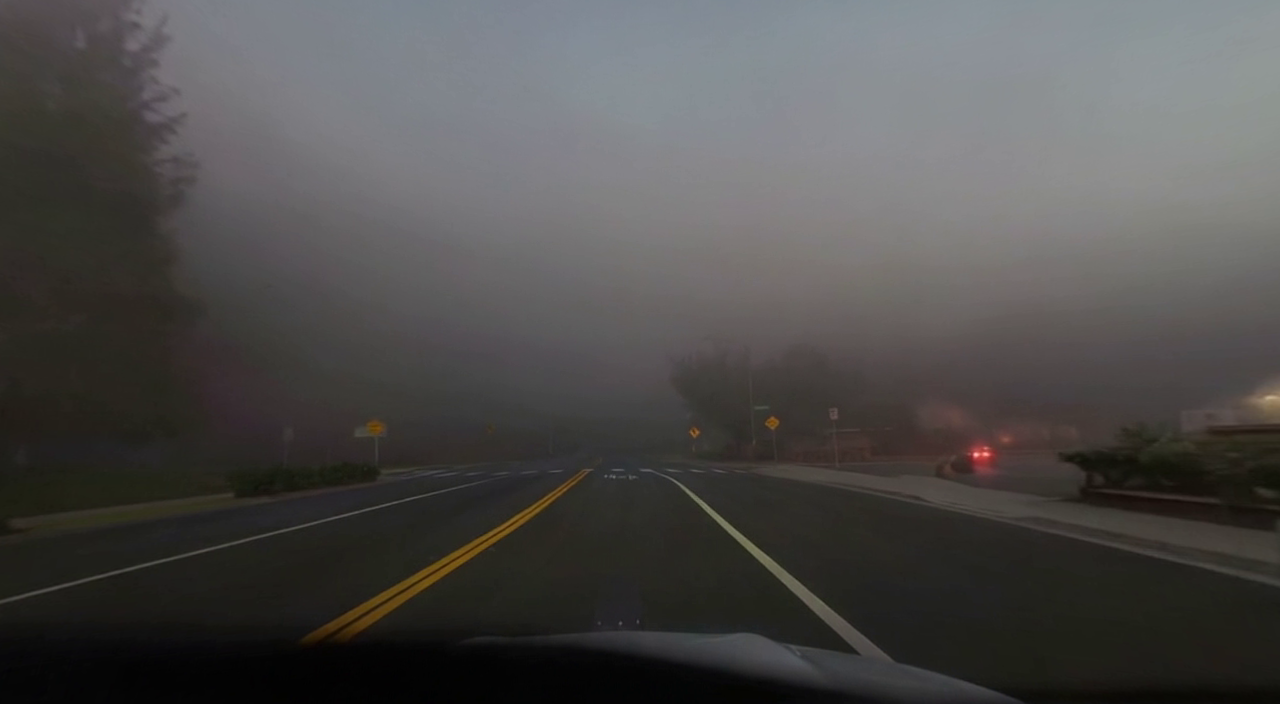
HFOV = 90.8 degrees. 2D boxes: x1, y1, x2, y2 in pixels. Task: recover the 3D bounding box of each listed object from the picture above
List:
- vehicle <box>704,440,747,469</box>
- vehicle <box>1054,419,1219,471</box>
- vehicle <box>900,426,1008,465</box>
[{"bbox_3d":[6.254,7.563,46.772,2.396,2.004,4.943,0,-8,-1],"label":"vehicle"},{"bbox_3d":[20.455,3.860,26.230,4.832,1.850,2.294,-2,-9,0],"label":"vehicle"},{"bbox_3d":[17.846,5.350,36.126,4.937,2.091,2.263,0,-8,2],"label":"vehicle"}]
